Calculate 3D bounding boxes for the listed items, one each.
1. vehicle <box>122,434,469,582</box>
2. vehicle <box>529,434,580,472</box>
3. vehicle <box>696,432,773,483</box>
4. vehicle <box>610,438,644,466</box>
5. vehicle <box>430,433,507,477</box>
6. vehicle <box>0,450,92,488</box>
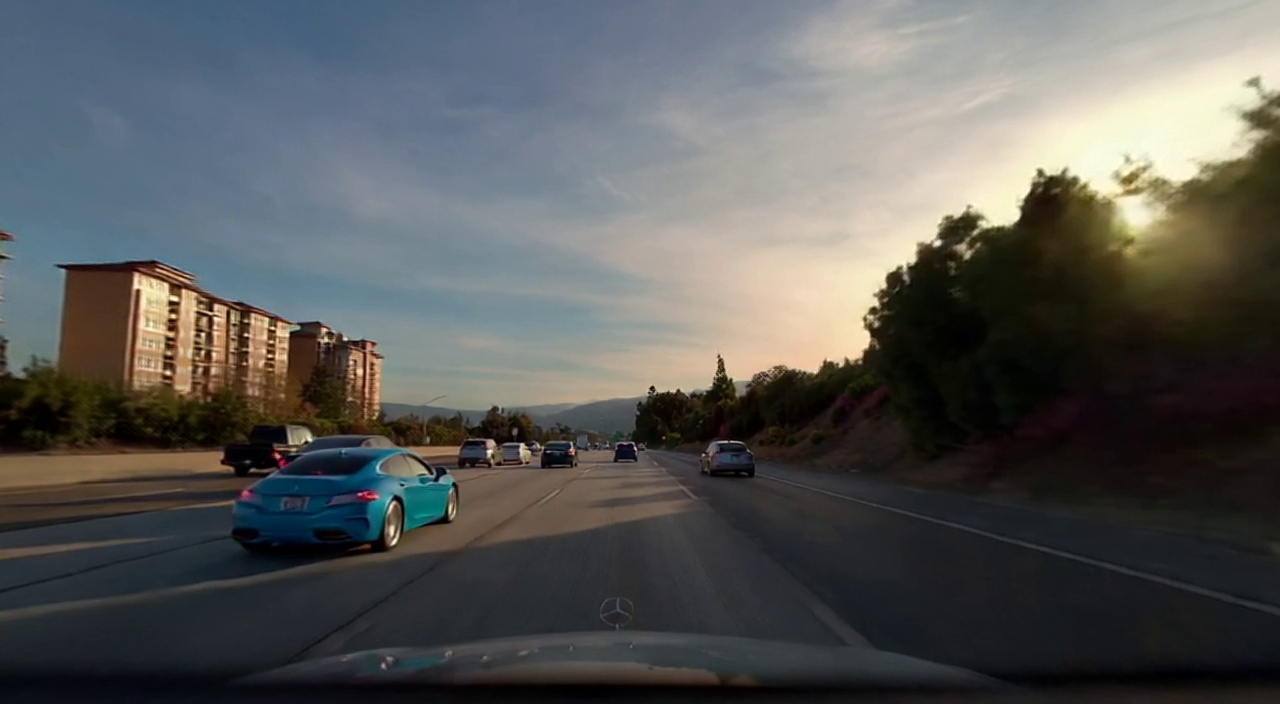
[{"bbox_3d":[-3.977,1.861,8.447,2.124,1.426,4.444,0,-8,0],"label":"vehicle"},{"bbox_3d":[-4.306,5.156,32.372,2.044,1.774,4.329,0,-8,0],"label":"vehicle"},{"bbox_3d":[3.337,3.834,23.242,2.061,1.658,4.417,0,-8,-2],"label":"vehicle"},{"bbox_3d":[-0.839,6.384,40.505,2.053,1.650,3.945,0,-8,-1],"label":"vehicle"},{"bbox_3d":[-7.645,4.644,28.763,2.086,1.776,5.080,0,-8,0],"label":"vehicle"},{"bbox_3d":[-25.863,4.845,26.390,1.816,1.457,4.598,0,-8,-1],"label":"vehicle"}]
